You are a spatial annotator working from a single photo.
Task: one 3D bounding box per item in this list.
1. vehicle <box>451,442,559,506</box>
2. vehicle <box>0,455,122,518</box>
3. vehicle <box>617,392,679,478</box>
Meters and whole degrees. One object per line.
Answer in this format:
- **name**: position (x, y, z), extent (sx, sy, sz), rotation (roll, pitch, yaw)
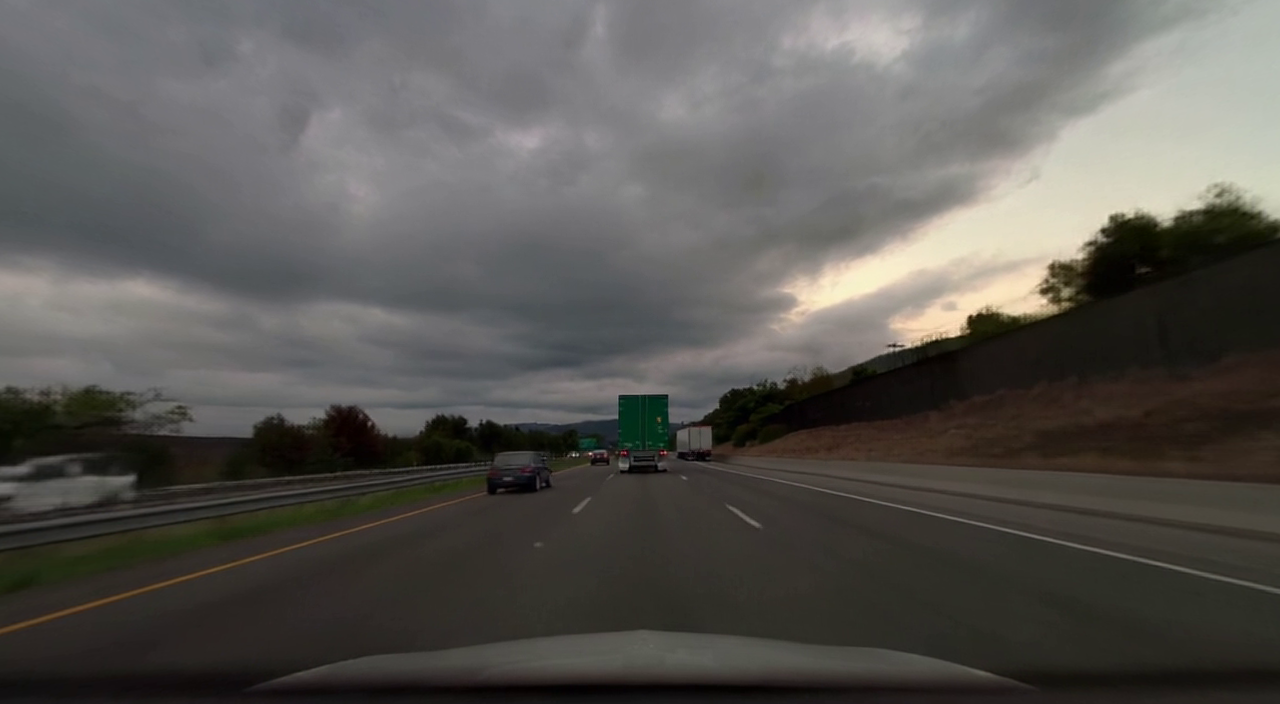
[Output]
- **vehicle**: position (-3.541, 3.288, 17.397), extent (2.050, 1.517, 3.996), rotation (0, -9, 1)
- **vehicle**: position (-18.461, 3.907, 18.621), extent (2.015, 1.655, 5.025), rotation (0, -9, 0)
- **vehicle**: position (0.349, 4.804, 35.648), extent (2.932, 4.042, 11.054), rotation (0, -9, 0)
